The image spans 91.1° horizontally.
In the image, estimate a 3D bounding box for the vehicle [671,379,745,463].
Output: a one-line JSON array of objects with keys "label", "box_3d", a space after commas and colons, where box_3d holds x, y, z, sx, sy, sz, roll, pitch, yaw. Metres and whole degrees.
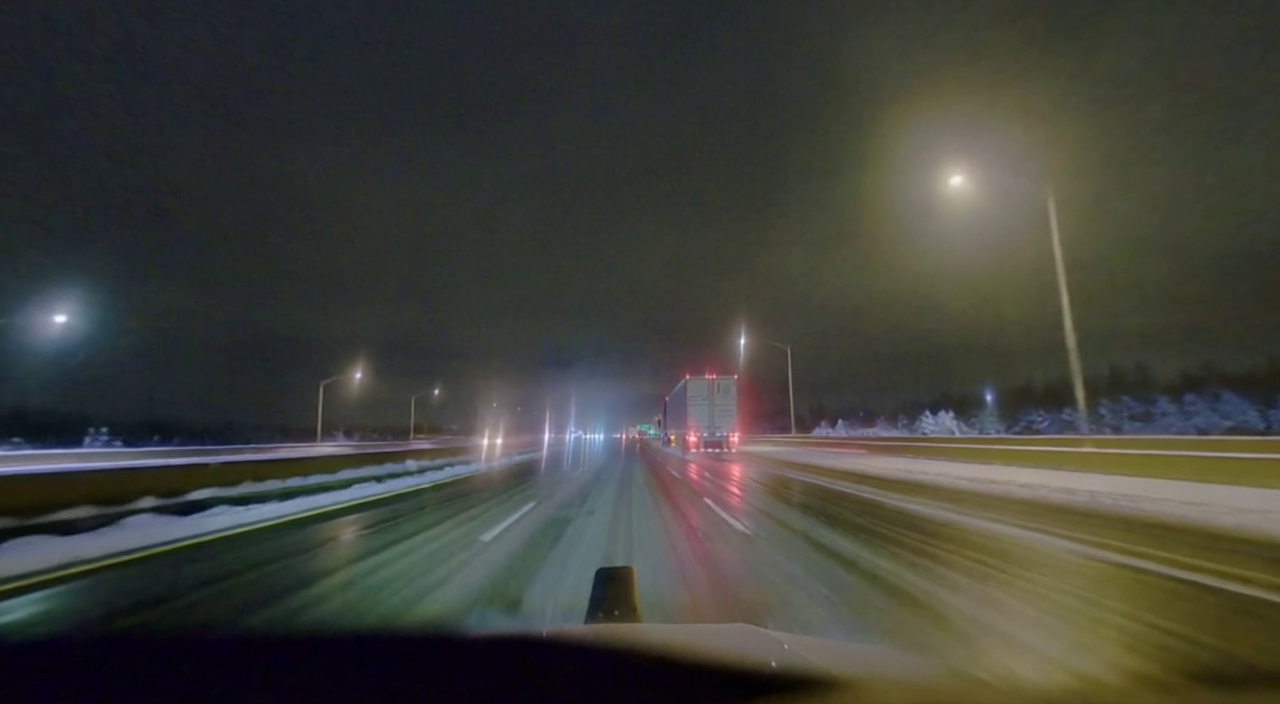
[{"label": "vehicle", "box_3d": [3.428, 3.878, 34.275, 2.859, 3.981, 8.596, 0, -8, -1]}]
